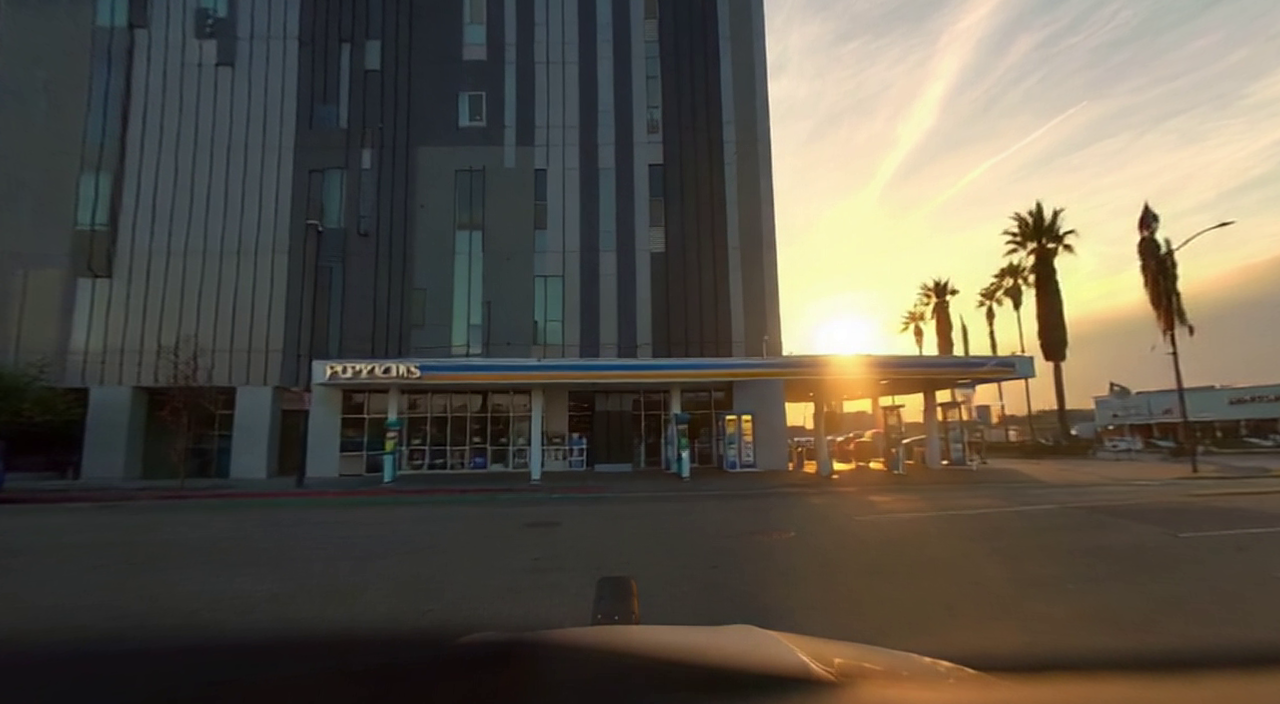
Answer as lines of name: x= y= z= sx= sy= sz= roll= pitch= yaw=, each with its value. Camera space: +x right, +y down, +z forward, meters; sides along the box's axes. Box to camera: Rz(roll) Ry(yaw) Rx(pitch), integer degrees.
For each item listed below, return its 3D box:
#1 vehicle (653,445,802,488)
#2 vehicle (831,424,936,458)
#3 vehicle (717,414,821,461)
vehicle: x=3.015 y=3.908 z=21.840 sx=4.782 sy=1.371 sz=1.763 roll=3 pitch=-9 yaw=-18
vehicle: x=17.760 y=6.484 z=46.148 sx=7.026 sy=2.329 sz=2.545 roll=3 pitch=-7 yaw=-17
vehicle: x=7.533 y=5.021 z=36.901 sx=5.524 sy=2.504 sz=2.196 roll=4 pitch=-8 yaw=-14
